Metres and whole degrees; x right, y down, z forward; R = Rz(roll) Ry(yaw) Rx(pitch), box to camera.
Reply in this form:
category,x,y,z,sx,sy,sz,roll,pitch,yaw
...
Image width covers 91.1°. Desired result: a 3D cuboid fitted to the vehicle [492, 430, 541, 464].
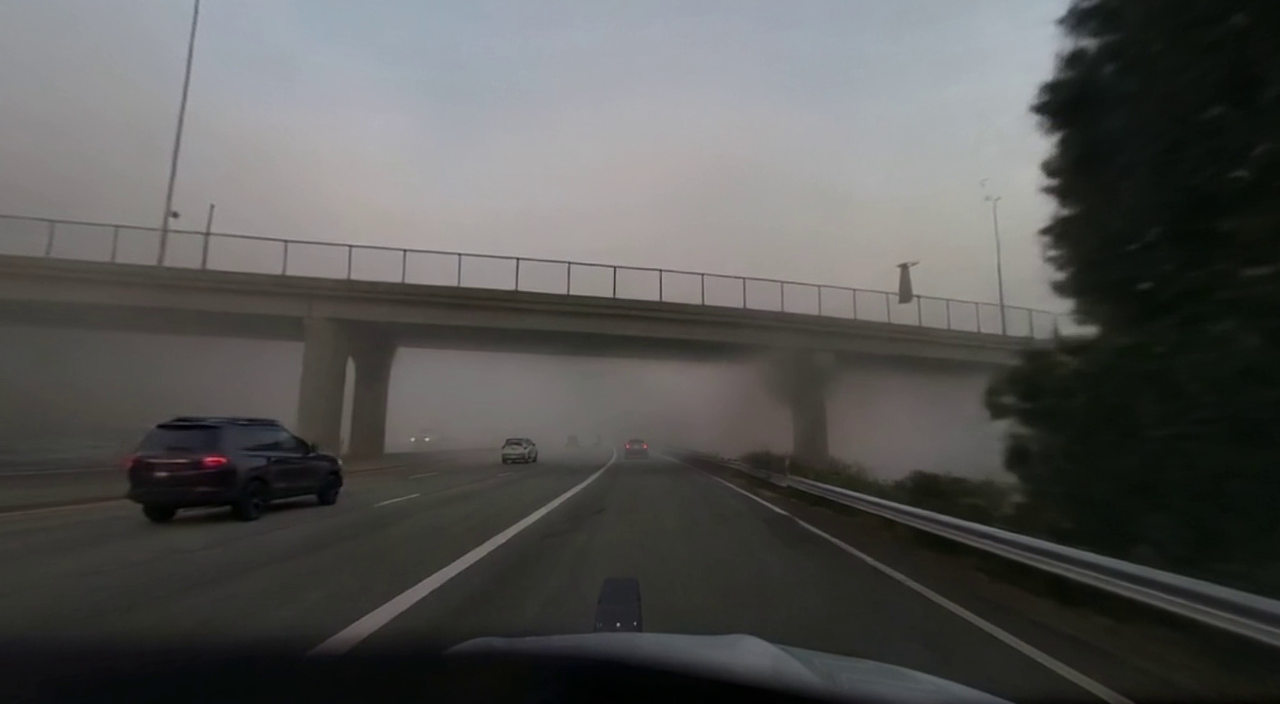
category,x,y,z,sx,sy,sz,roll,pitch,yaw
vehicle,-7.319,5.666,37.657,1.956,1.888,4.512,0,-8,1

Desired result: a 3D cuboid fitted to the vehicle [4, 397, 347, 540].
category,x,y,z,sx,sy,sz,roll,pitch,yaw
vehicle,-7.355,1.886,10.867,2.188,1.896,4.810,0,-8,1
